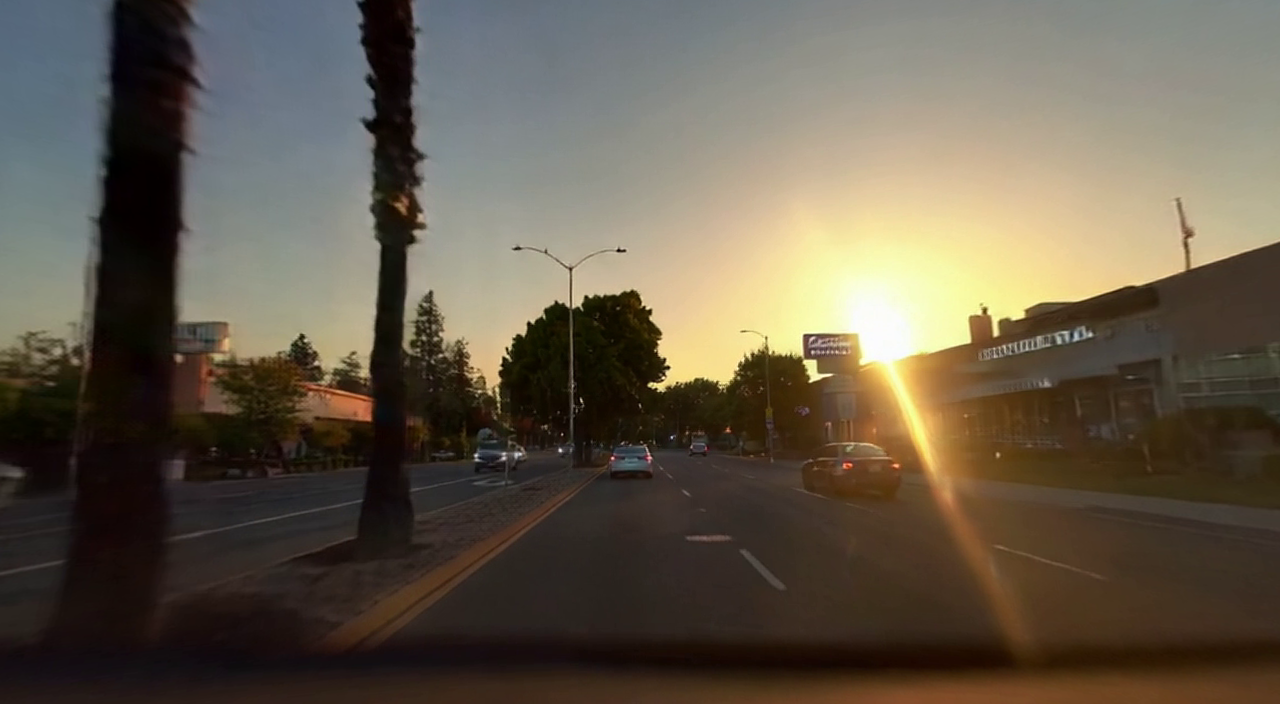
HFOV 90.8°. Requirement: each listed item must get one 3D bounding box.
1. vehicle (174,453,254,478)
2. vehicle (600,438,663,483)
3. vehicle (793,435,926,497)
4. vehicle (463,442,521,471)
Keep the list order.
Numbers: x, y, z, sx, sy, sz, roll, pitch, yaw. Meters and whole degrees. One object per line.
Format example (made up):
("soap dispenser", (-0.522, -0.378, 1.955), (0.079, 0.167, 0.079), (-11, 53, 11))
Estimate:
("vehicle", (-31.991, 8.524, 47.535), (4.619, 1.748, 2.040), (8, -12, -41))
("vehicle", (-0.312, 3.987, 23.419), (2.106, 1.496, 3.964), (0, -9, -1))
("vehicle", (6.334, 3.355, 18.941), (2.244, 1.618, 4.585), (0, -9, -2))
("vehicle", (-8.347, 5.943, 36.082), (2.049, 1.543, 5.131), (0, -9, 0))
